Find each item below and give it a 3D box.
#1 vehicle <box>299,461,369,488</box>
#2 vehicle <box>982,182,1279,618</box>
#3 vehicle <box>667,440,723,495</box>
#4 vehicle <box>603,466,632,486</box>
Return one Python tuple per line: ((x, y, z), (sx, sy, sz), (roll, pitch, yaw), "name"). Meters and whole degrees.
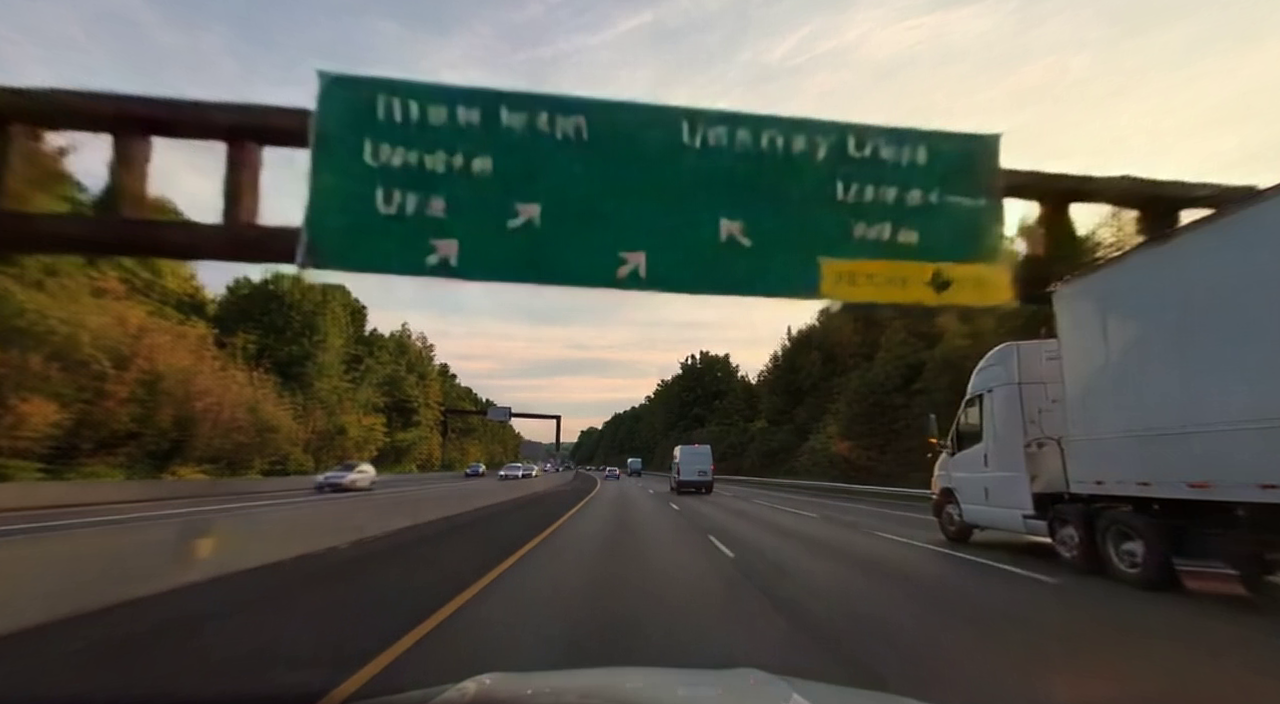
((-17.857, 7.181, 36.941), (1.864, 1.427, 4.621), (1, -10, -1), "vehicle")
((7.570, 0.053, 3.725), (2.866, 4.102, 14.351), (1, -10, -1), "vehicle")
((2.844, 6.193, 33.752), (2.291, 2.639, 5.280), (1, -10, -2), "vehicle")
((-1.802, 9.768, 49.647), (2.106, 1.524, 4.381), (1, -10, -3), "vehicle")
